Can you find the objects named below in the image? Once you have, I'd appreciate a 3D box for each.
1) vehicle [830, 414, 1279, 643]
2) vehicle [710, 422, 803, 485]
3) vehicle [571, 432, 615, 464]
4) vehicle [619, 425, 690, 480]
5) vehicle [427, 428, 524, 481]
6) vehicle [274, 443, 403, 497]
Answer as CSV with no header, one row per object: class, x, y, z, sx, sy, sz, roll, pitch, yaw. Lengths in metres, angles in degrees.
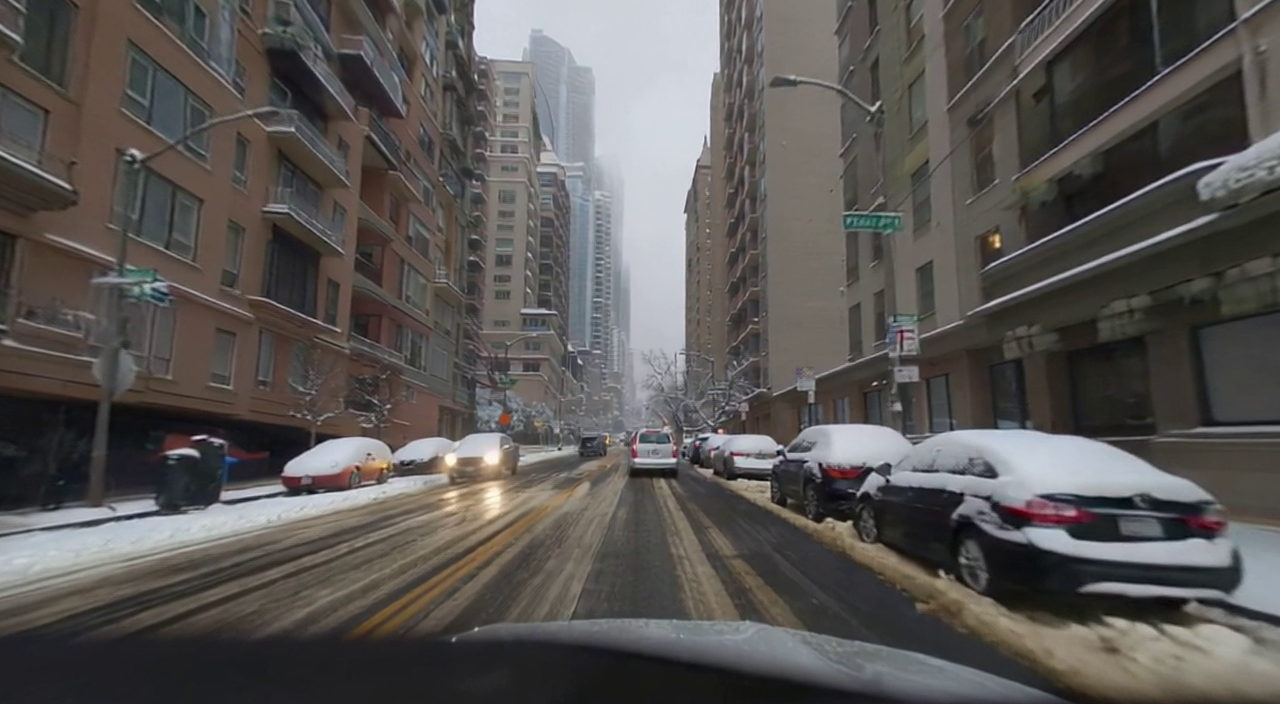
vehicle,3.582,1.494,6.422,2.033,1.470,4.502,0,-9,2
vehicle,3.671,3.339,20.825,2.158,1.828,4.573,0,-9,-1
vehicle,-2.669,5.613,36.935,2.219,1.746,4.197,0,-9,0
vehicle,0.493,3.551,22.393,2.261,1.740,4.065,0,-9,1
vehicle,-6.141,3.916,24.281,2.345,1.831,4.828,0,-9,1
vehicle,-9.274,3.642,19.879,2.021,1.474,4.337,0,-9,-1
